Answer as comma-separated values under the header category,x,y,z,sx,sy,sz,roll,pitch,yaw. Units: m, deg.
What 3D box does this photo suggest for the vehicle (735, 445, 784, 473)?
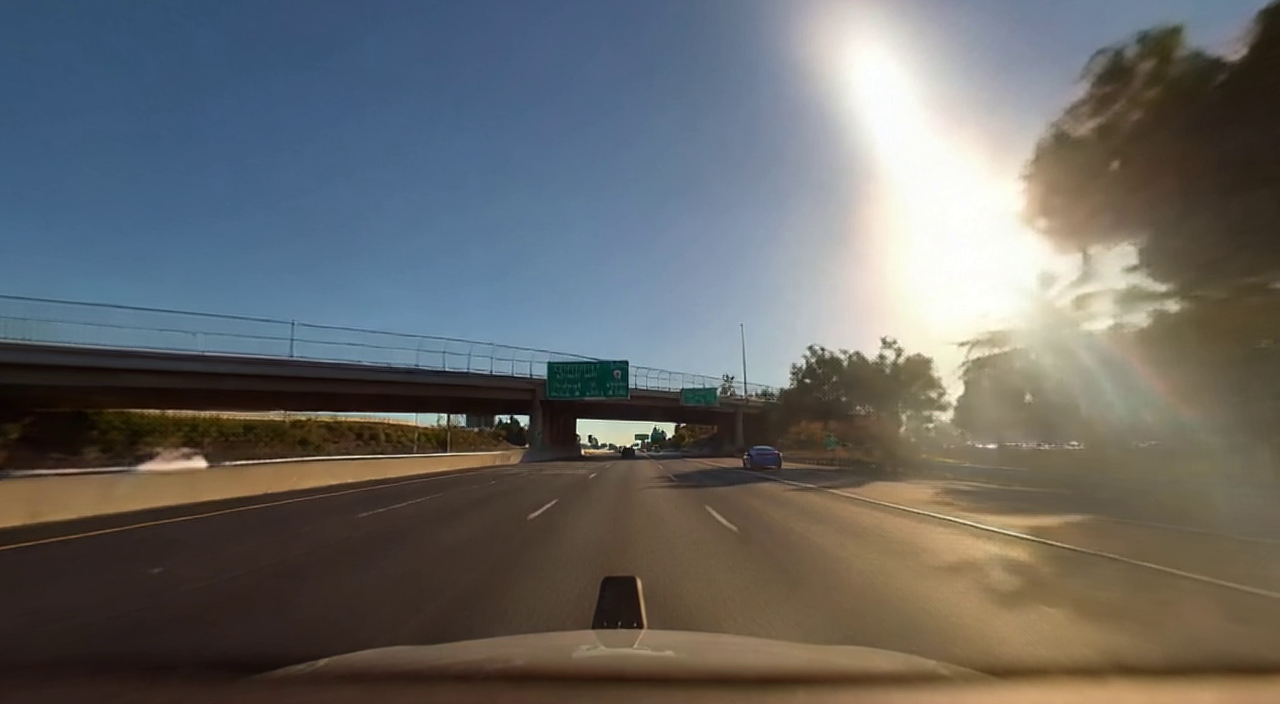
category,x,y,z,sx,sy,sz,roll,pitch,yaw
vehicle,7.015,6.318,37.516,1.958,1.498,4.447,0,-8,-1

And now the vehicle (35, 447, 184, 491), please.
category,x,y,z,sx,sy,sz,roll,pitch,yaw
vehicle,-22.378,4.908,26.976,2.102,1.635,4.892,0,-9,0
